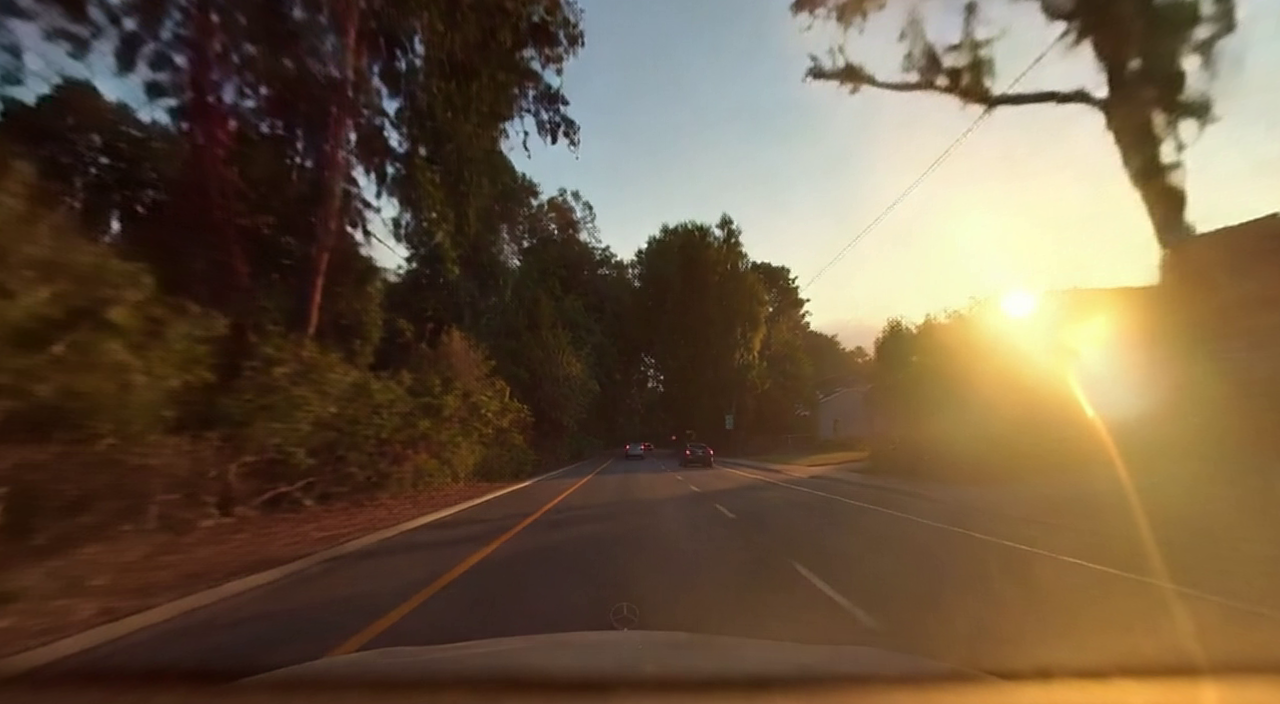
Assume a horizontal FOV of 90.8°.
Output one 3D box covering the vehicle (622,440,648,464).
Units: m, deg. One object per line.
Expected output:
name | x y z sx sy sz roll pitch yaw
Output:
vehicle | -0.417 7.877 49.944 1.925 1.799 4.257 0 -8 -1

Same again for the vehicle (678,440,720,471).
vehicle | 3.296 5.910 36.150 1.888 1.640 4.044 0 -8 -2
